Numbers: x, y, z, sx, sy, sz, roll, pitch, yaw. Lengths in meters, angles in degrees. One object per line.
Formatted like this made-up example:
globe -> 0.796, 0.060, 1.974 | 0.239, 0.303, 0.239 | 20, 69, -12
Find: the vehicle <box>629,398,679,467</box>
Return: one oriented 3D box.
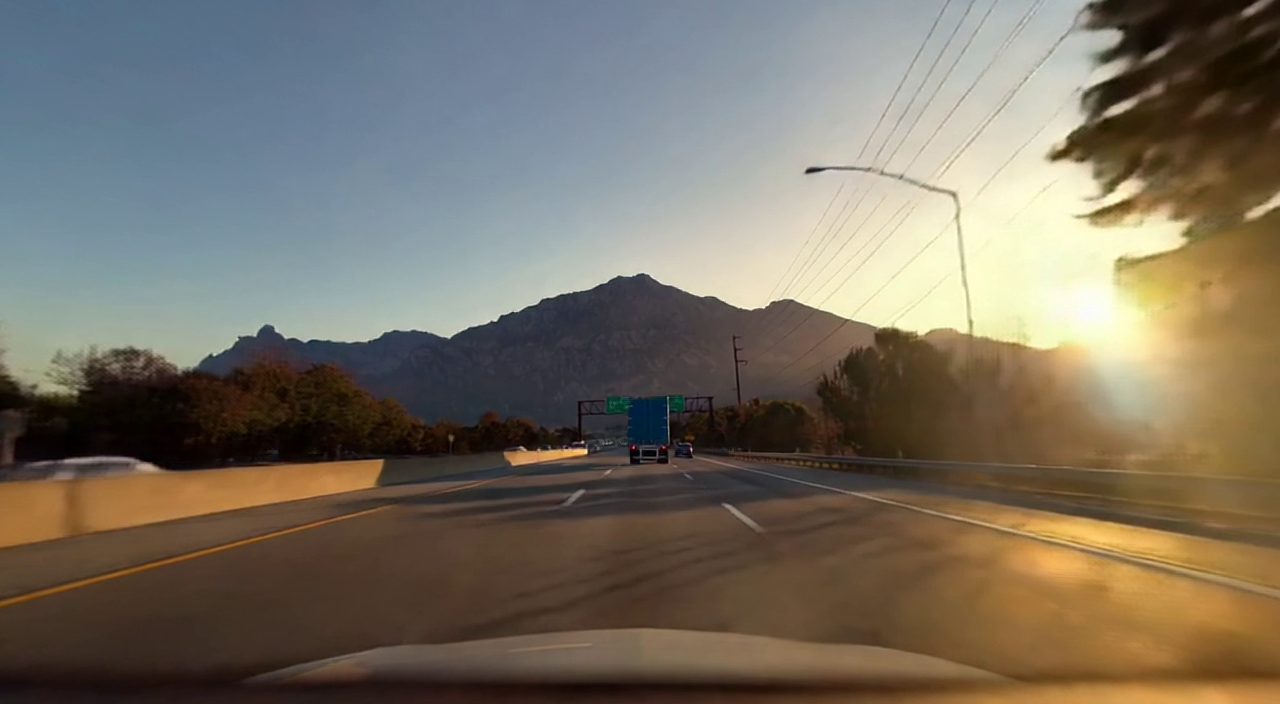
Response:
vehicle -> 0.774, 5.634, 43.368 | 2.919, 4.101, 11.541 | 0, -8, -1
